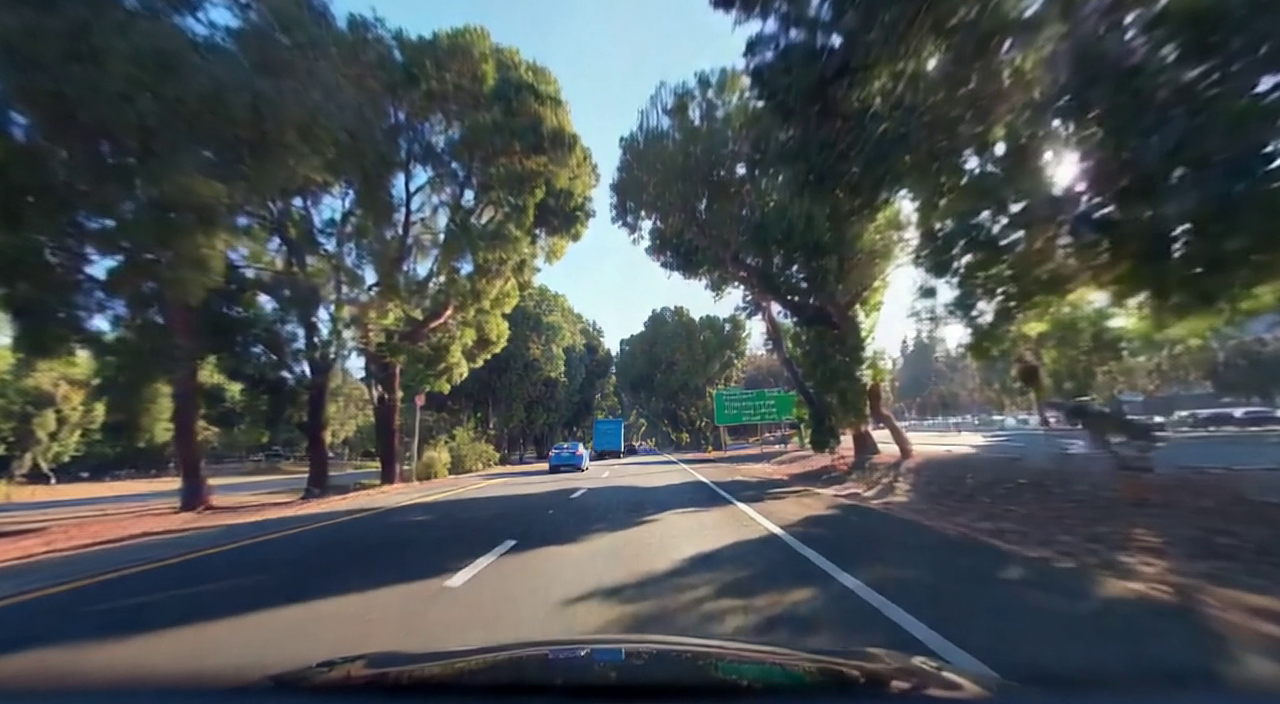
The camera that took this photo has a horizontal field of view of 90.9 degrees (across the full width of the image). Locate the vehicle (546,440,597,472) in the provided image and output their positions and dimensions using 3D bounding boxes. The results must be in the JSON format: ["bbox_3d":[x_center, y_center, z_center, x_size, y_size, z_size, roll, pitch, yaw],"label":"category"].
[{"bbox_3d":[-3.391,5.212,31.882,2.005,1.462,4.345,0,-8,1],"label":"vehicle"}]
